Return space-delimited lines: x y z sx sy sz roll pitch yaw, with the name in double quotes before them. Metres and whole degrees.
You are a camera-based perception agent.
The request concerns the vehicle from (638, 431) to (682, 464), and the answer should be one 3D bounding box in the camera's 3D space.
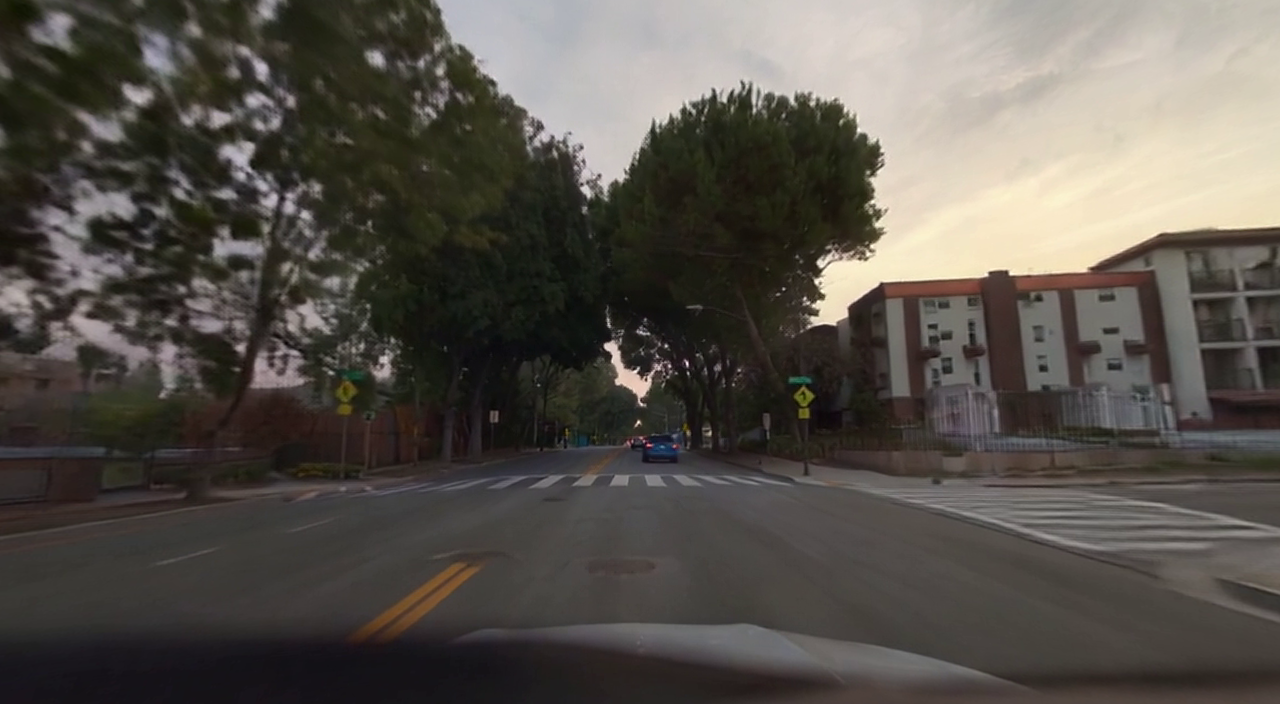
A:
"vehicle" 1.051 5.312 34.987 1.981 1.703 3.691 1 -8 -5
